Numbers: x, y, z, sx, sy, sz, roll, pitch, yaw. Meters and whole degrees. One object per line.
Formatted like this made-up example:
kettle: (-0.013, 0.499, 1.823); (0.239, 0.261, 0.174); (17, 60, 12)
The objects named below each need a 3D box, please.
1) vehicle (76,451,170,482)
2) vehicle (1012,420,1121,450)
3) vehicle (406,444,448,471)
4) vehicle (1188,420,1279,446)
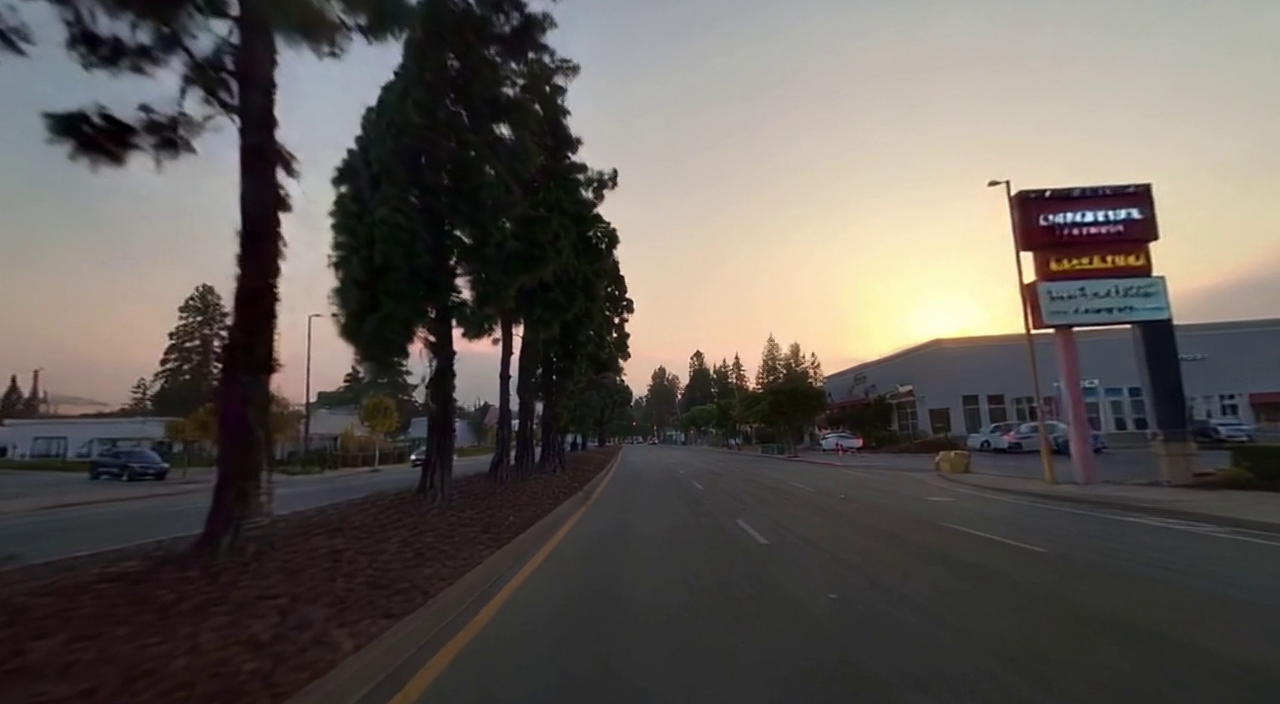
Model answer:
vehicle: (-26.260, 5.763, 32.084); (4.316, 1.464, 1.771); (-4, -9, 23)
vehicle: (21.935, 4.301, 32.631); (4.171, 1.492, 1.999); (0, -8, 2)
vehicle: (-12.621, 6.251, 37.652); (2.090, 1.502, 4.767); (2, -9, -16)
vehicle: (34.734, 4.673, 36.340); (4.571, 1.486, 1.881); (0, -8, 0)
